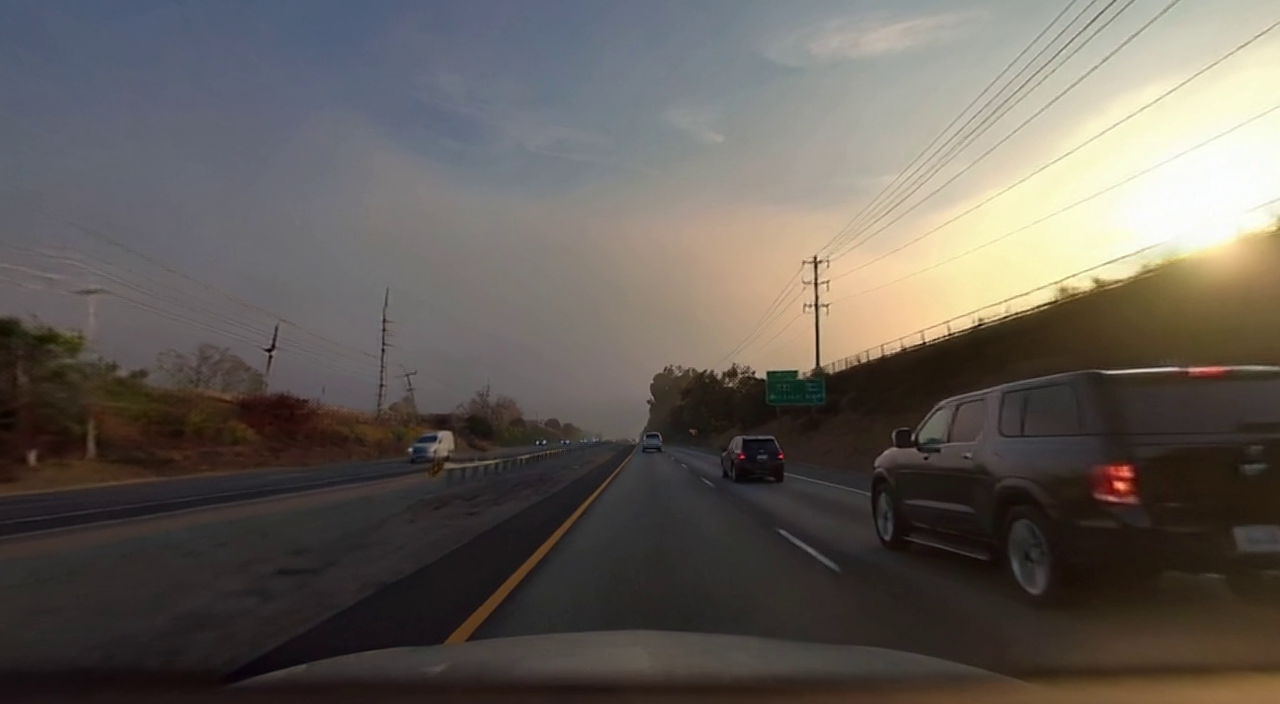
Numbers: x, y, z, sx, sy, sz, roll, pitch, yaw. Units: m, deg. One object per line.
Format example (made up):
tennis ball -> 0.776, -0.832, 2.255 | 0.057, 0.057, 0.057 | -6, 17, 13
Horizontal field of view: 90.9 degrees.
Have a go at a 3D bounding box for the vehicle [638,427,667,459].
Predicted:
vehicle -> 0.914, 7.040, 48.742 | 2.099, 2.260, 4.899 | -1, -8, 0

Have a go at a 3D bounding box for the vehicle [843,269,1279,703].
vehicle -> 3.557, 1.013, 5.086 | 2.145, 2.069, 5.057 | -1, -8, 0

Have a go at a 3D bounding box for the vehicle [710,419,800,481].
vehicle -> 4.375, 3.861, 25.122 | 2.594, 2.155, 5.670 | -1, -8, 1
